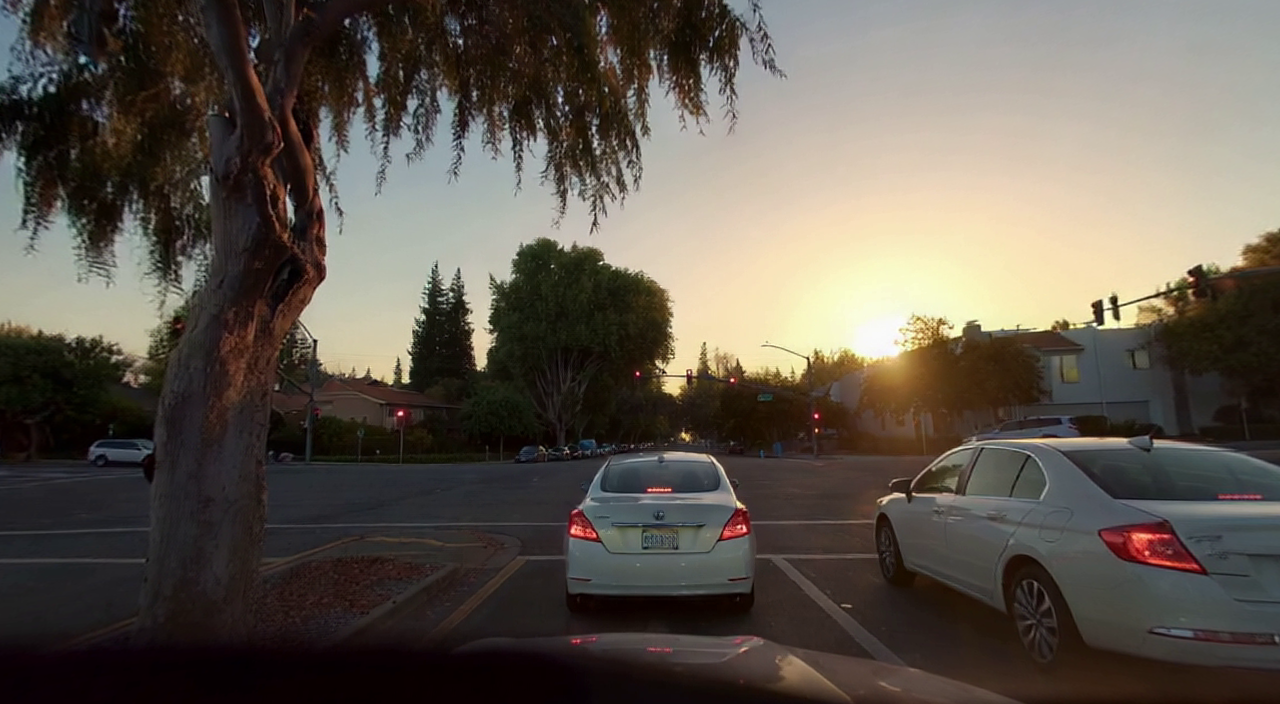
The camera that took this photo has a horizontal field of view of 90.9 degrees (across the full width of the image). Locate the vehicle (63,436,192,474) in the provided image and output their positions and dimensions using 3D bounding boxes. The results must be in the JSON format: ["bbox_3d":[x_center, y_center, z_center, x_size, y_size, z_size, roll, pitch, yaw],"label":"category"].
[{"bbox_3d":[-24.283,4.875,29.992,4.450,1.684,1.894,0,-8,0],"label":"vehicle"}]

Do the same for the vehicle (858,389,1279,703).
[{"bbox_3d":[3.175,1.123,3.890,1.931,1.493,4.555,0,-8,-1],"label":"vehicle"}]

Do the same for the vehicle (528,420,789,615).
[{"bbox_3d":[0.103,1.565,6.873,2.017,1.485,3.813,0,-8,-1],"label":"vehicle"}]
